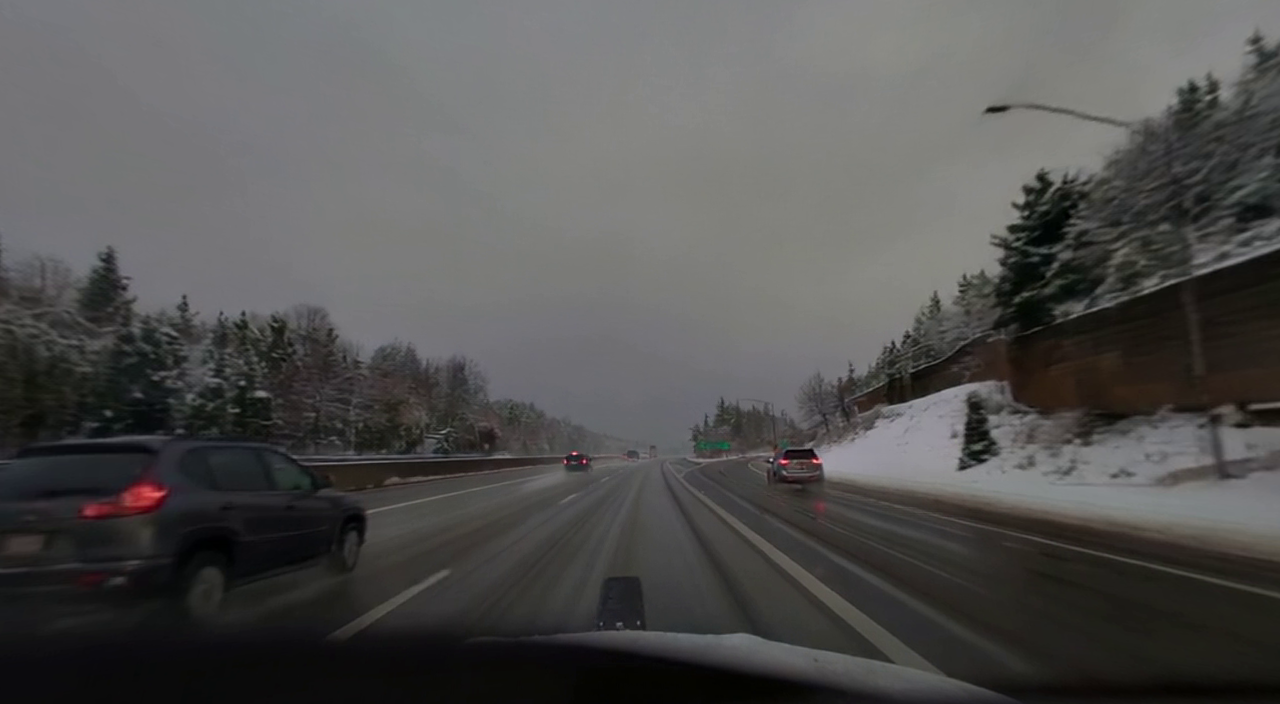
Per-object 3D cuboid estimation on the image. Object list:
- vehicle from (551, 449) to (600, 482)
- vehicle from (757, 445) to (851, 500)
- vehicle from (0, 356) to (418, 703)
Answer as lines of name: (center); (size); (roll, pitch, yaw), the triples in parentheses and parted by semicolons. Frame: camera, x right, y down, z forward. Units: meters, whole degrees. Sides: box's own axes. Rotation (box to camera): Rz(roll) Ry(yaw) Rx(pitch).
vehicle: (-3.208, 5.768, 32.228); (1.997, 1.540, 3.906); (0, -9, 1)
vehicle: (5.150, 3.832, 20.474); (2.020, 1.548, 4.715); (0, -9, 3)
vehicle: (-3.539, 1.188, 4.559); (2.263, 1.696, 4.321); (0, -9, 0)
